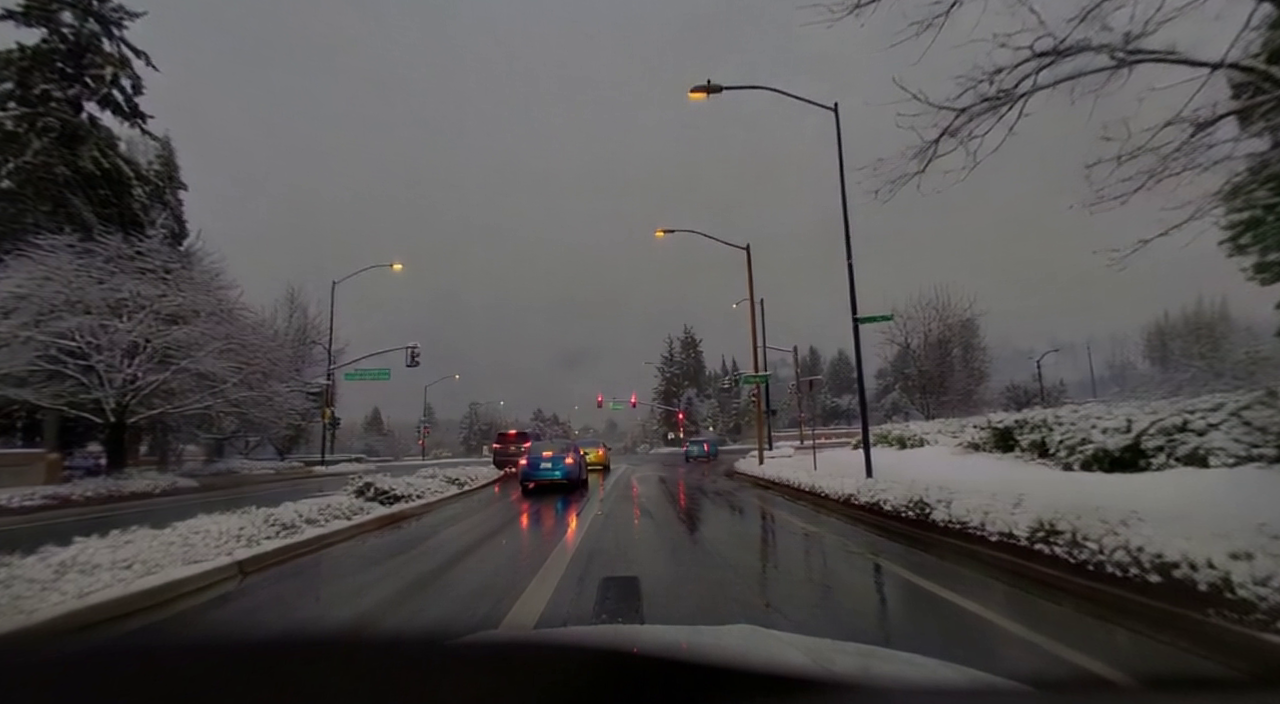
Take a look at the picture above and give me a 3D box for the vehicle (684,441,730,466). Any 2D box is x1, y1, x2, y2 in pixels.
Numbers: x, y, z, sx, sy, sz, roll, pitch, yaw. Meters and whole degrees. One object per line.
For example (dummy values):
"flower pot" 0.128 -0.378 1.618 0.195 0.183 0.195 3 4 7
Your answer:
"vehicle" 4.049 6.020 37.665 1.945 1.410 4.284 -3 -9 17

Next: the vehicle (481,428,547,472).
"vehicle" -6.215 4.941 31.836 2.390 2.020 5.085 0 -9 -1

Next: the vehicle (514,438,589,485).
"vehicle" -2.966 3.786 22.079 1.979 1.492 3.930 0 -9 1
